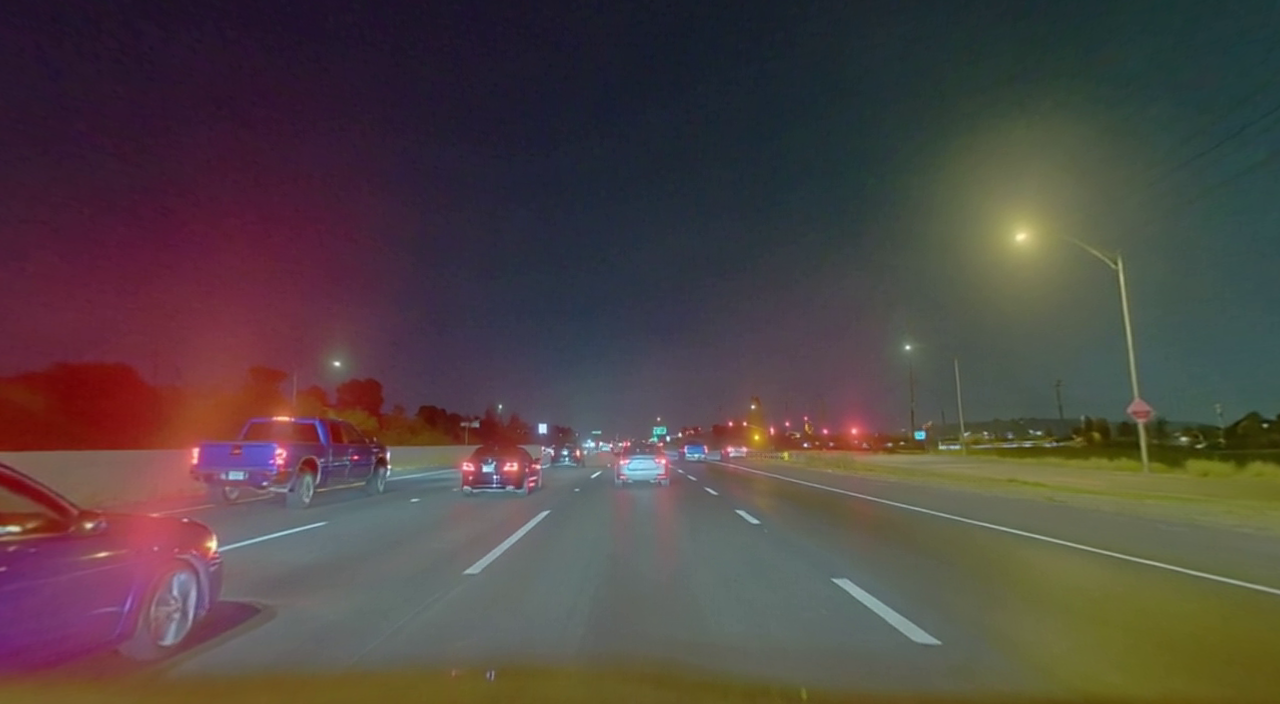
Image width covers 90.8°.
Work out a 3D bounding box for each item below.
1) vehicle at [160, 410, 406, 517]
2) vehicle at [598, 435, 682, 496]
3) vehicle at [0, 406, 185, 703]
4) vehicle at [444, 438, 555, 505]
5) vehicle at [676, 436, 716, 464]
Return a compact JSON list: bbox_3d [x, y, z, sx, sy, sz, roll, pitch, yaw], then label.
[{"bbox_3d":[-7.530,2.435,14.325,2.194,1.922,5.637,0,-8,1],"label":"vehicle"},{"bbox_3d":[-0.019,3.178,18.105,2.102,1.499,4.439,0,-8,-1],"label":"vehicle"},{"bbox_3d":[-3.611,0.775,1.214,1.955,1.481,4.604,-1,-8,1],"label":"vehicle"},{"bbox_3d":[-3.386,2.944,16.051,1.899,1.437,4.131,0,-8,0],"label":"vehicle"},{"bbox_3d":[3.775,6.703,43.273,2.113,1.800,5.376,0,-8,-1],"label":"vehicle"}]
